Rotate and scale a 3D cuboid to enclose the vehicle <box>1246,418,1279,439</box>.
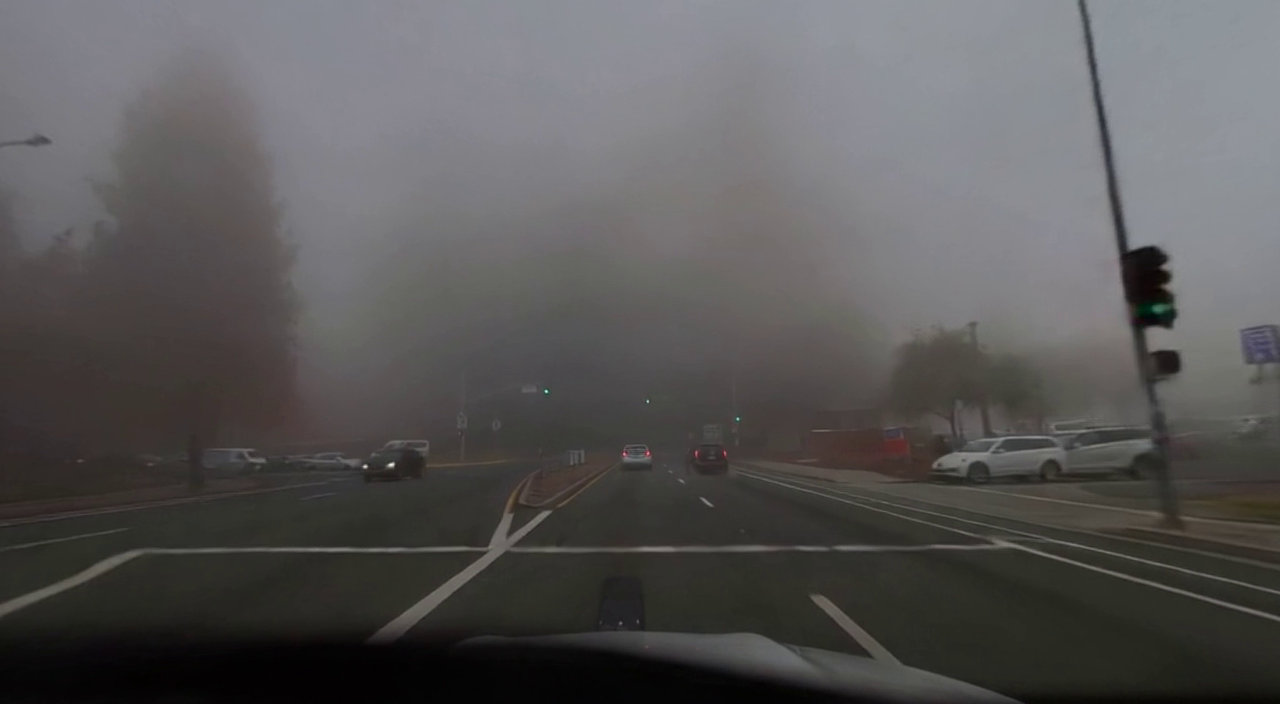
[{"bbox_3d":[46.465,5.679,46.406,1.796,1.439,4.254,-5,-10,31],"label":"vehicle"}]

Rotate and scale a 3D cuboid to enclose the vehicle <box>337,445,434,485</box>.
[{"bbox_3d":[-10.081,4.485,25.487,2.033,1.439,4.567,0,-8,0],"label":"vehicle"}]

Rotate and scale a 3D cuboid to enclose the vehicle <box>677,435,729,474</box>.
[{"bbox_3d":[3.006,5.003,30.979,2.046,1.768,4.370,0,-8,-1],"label":"vehicle"}]

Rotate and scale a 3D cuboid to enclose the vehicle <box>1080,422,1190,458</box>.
[{"bbox_3d":[23.900,4.289,30.730,1.956,1.626,4.151,1,-8,-1],"label":"vehicle"}]

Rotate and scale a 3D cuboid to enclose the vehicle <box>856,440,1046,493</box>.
[{"bbox_3d":[9.232,3.438,19.149,4.662,1.495,1.998,-1,-8,5],"label":"vehicle"}]

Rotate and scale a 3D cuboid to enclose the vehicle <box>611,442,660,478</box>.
[{"bbox_3d":[-0.171,4.520,26.693,1.917,1.418,3.987,0,-8,0],"label":"vehicle"}]

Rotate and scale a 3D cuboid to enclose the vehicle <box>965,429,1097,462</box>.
[{"bbox_3d":[18.135,4.374,29.485,4.793,1.470,1.961,0,-8,1],"label":"vehicle"}]
